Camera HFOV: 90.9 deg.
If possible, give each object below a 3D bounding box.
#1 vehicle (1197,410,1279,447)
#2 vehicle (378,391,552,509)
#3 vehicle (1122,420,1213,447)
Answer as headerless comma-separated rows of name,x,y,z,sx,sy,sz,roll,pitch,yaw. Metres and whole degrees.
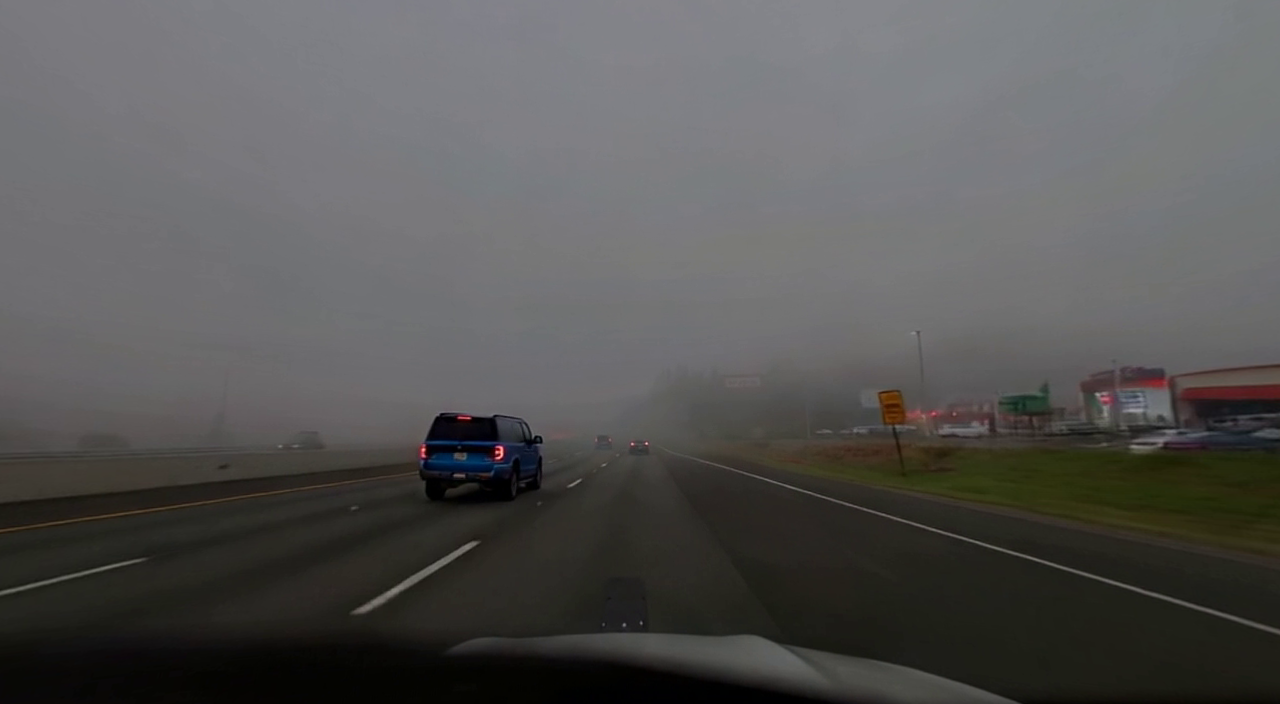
vehicle,35.217,4.384,35.789,5.502,2.016,2.220,1,-8,-10
vehicle,-3.699,2.256,14.819,2.352,2.209,5.802,0,-8,1
vehicle,34.459,5.349,41.236,4.460,1.688,2.039,1,-8,-11
